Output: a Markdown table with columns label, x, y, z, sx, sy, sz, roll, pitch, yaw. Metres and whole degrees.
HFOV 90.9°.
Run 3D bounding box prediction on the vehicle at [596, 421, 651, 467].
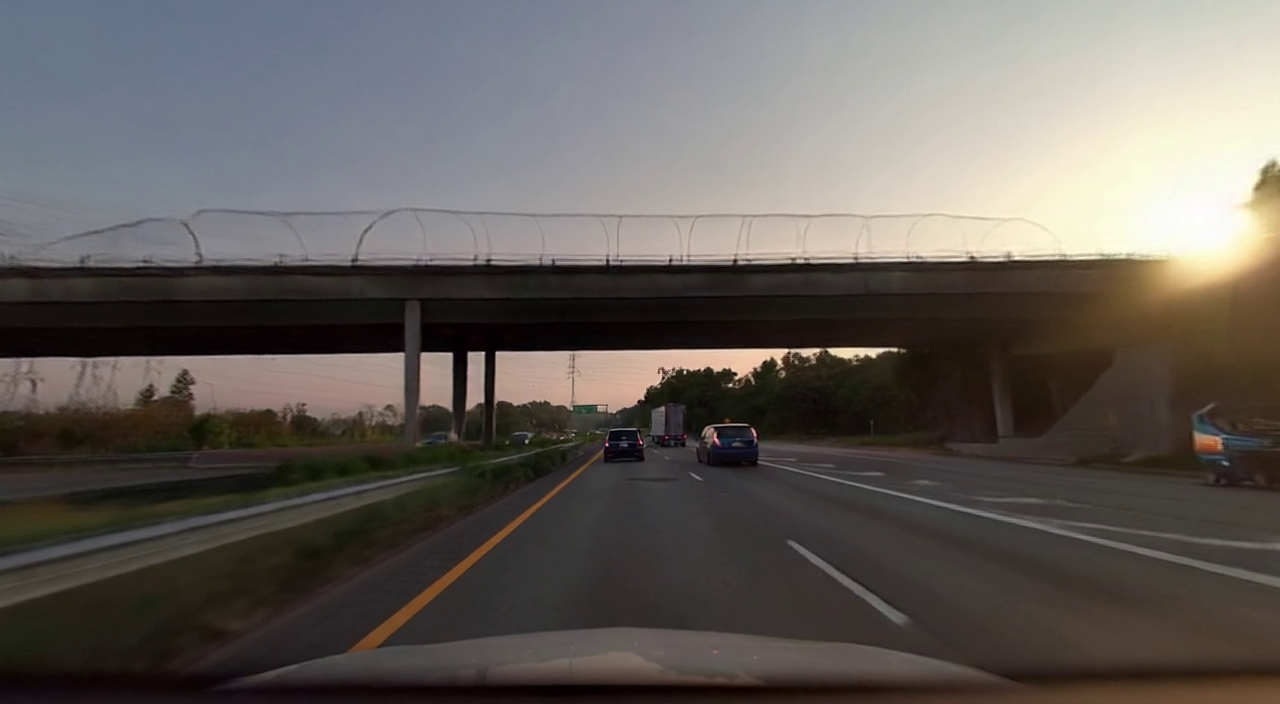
| label | x | y | z | sx | sy | sz | roll | pitch | yaw |
| --- | --- | --- | --- | --- | --- | --- | --- | --- | --- |
| vehicle | -0.671 | 3.792 | 26.096 | 2.073 | 1.750 | 4.116 | 0 | -8 | -2 |

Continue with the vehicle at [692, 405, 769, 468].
| label | x | y | z | sx | sy | sz | roll | pitch | yaw |
| --- | --- | --- | --- | --- | --- | --- | --- | --- | --- |
| vehicle | 3.823 | 3.717 | 27.842 | 2.387 | 2.506 | 5.374 | 0 | -8 | -2 |

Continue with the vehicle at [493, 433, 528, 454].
| label | x | y | z | sx | sy | sz | roll | pitch | yaw |
| --- | --- | --- | --- | --- | --- | --- | --- | --- | --- |
| vehicle | -9.968 | 7.048 | 48.787 | 1.952 | 1.507 | 4.281 | 0 | -8 | -1 |

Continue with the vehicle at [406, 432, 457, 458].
| label | x | y | z | sx | sy | sz | roll | pitch | yaw |
| --- | --- | --- | --- | --- | --- | --- | --- | --- | --- |
| vehicle | -14.264 | 6.392 | 43.363 | 2.056 | 1.689 | 4.491 | 0 | -8 | -1 |
